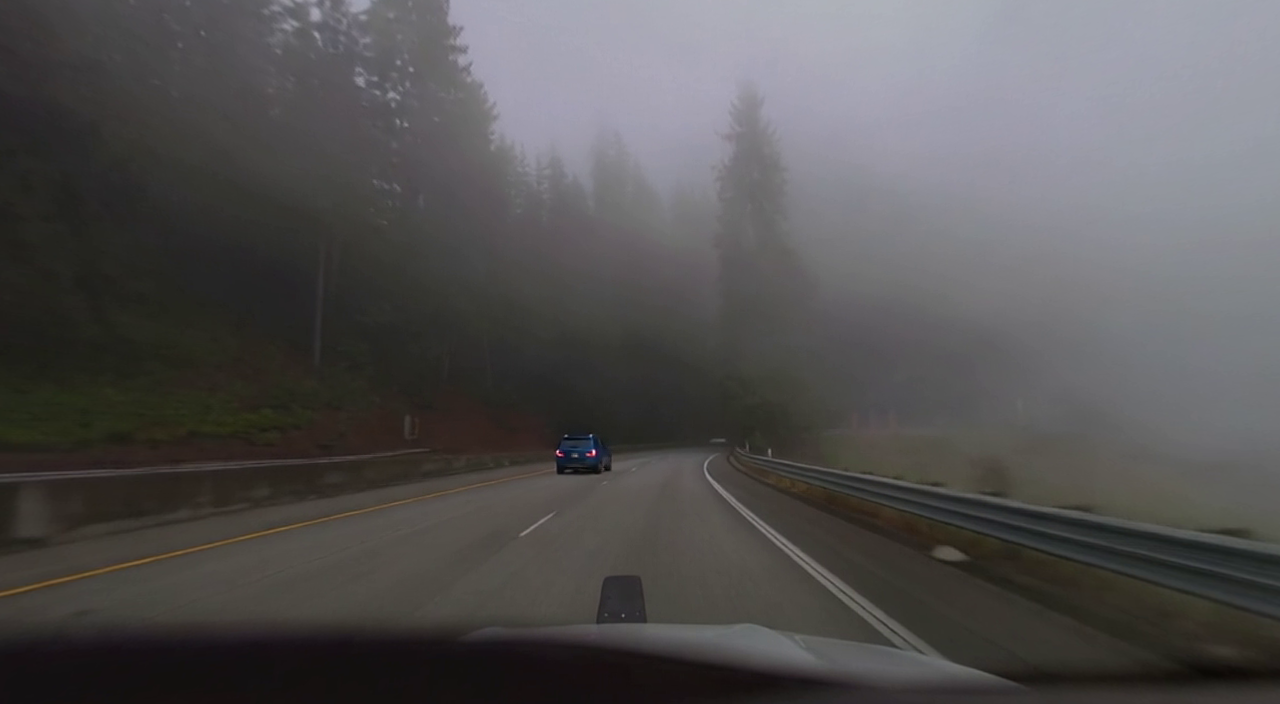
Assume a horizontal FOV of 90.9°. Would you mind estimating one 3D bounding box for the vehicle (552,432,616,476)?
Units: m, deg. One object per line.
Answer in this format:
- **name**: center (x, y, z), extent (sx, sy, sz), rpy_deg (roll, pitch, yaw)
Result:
- **vehicle**: center (-2.322, 4.422, 27.501), extent (2.005, 1.752, 4.479), rpy_deg (-1, -8, 5)
